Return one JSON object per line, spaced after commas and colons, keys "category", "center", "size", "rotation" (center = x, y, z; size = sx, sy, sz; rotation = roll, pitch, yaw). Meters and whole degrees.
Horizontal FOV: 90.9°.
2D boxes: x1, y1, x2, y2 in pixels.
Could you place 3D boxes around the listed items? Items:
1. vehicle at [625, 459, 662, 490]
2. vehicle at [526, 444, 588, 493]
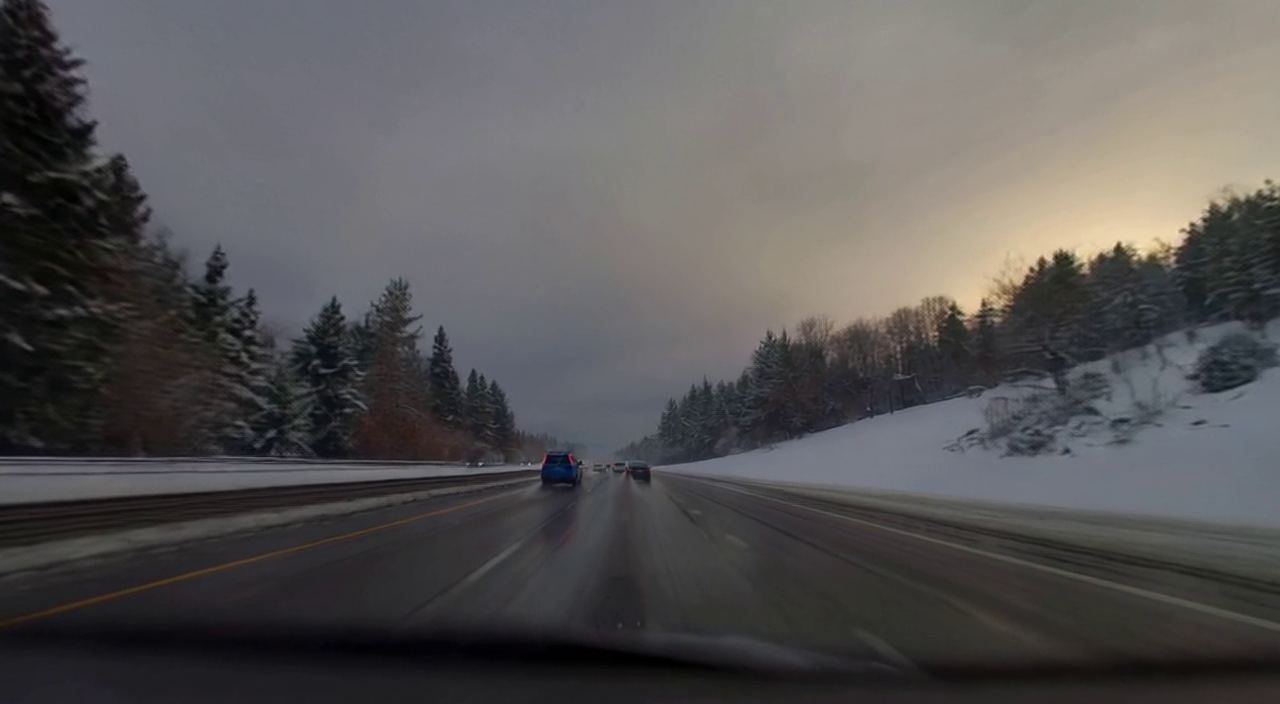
{"category": "vehicle", "center": [0.141, 6.761, 34.922], "size": [1.905, 1.559, 3.491], "rotation": [1, -10, -2]}
{"category": "vehicle", "center": [-3.873, 5.551, 30.200], "size": [2.237, 2.113, 4.815], "rotation": [0, -10, 0]}
